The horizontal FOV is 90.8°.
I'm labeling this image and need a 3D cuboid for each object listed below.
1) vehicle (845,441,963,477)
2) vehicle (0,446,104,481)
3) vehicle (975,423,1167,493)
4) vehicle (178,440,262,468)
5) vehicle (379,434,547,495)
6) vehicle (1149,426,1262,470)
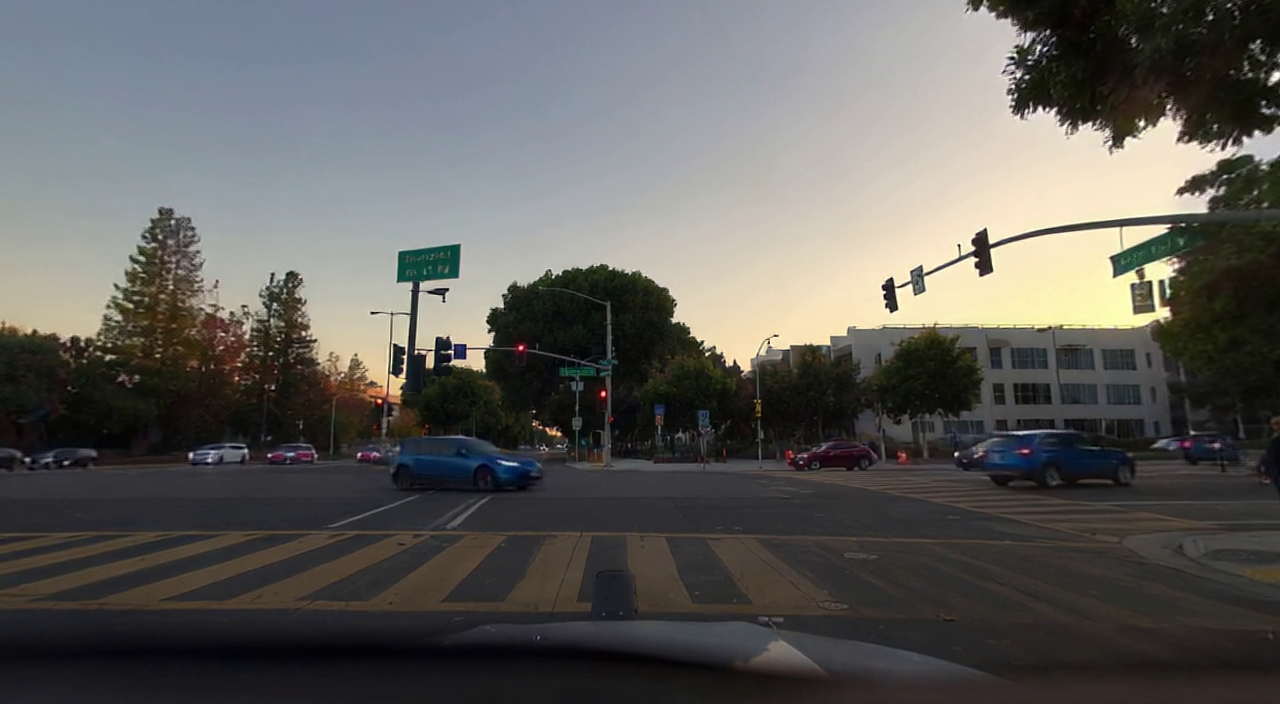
[{"bbox_3d":[11.459,4.623,27.535,4.317,1.491,1.896,2,-9,-11],"label":"vehicle"},{"bbox_3d":[-27.242,5.006,28.663,2.027,1.435,4.448,0,-8,-3],"label":"vehicle"},{"bbox_3d":[12.425,3.032,18.324,4.509,1.821,2.066,2,-9,-16],"label":"vehicle"},{"bbox_3d":[-31.556,7.650,47.738,2.456,1.961,5.978,0,-8,-3],"label":"vehicle"},{"bbox_3d":[-5.070,3.174,18.143,4.312,1.540,2.007,-4,-9,25],"label":"vehicle"},{"bbox_3d":[25.395,4.346,28.694,2.457,1.777,6.196,-5,-10,29],"label":"vehicle"}]
